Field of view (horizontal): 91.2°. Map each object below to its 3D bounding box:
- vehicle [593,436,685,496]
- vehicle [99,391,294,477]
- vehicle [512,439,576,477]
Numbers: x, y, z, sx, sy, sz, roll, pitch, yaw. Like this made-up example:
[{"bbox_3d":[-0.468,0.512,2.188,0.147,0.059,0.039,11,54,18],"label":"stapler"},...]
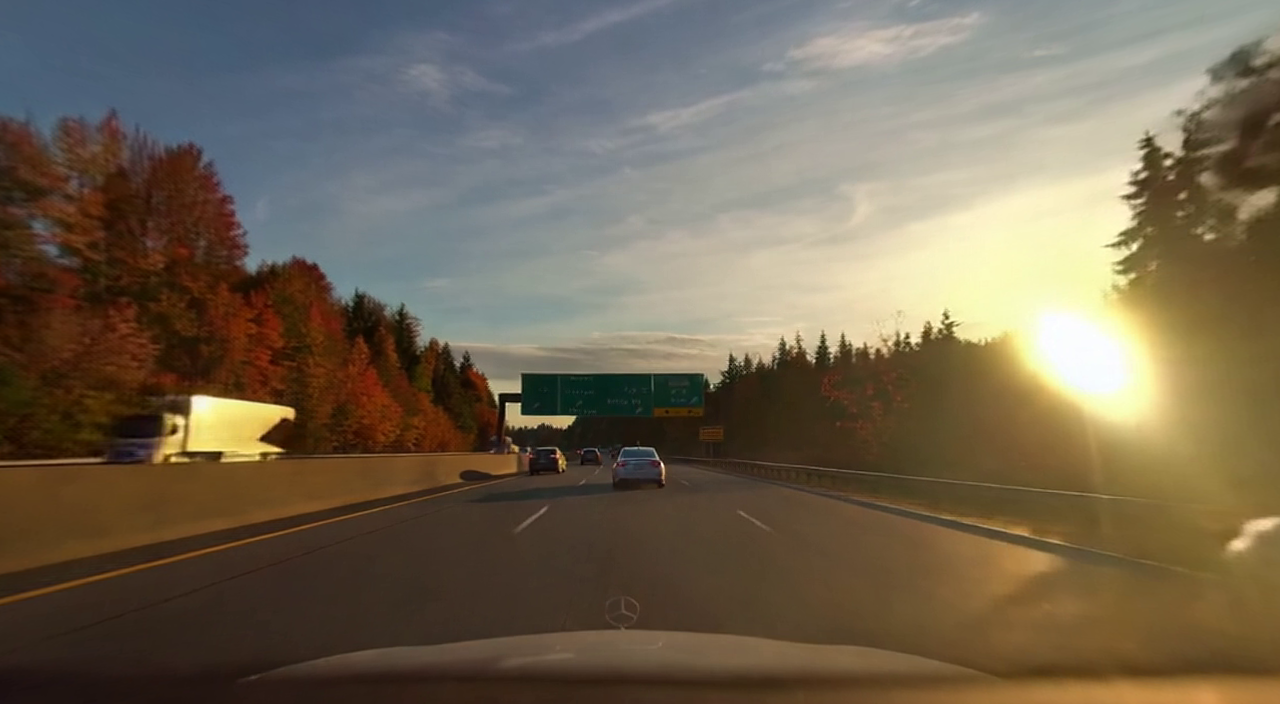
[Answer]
[{"bbox_3d":[-0.081,3.573,19.939,2.634,1.679,4.070,0,-9,-1],"label":"vehicle"},{"bbox_3d":[-22.371,4.380,32.685,3.243,3.800,9.564,0,-9,-1],"label":"vehicle"},{"bbox_3d":[-4.650,5.218,31.048,2.545,1.679,4.267,0,-9,-1],"label":"vehicle"}]
